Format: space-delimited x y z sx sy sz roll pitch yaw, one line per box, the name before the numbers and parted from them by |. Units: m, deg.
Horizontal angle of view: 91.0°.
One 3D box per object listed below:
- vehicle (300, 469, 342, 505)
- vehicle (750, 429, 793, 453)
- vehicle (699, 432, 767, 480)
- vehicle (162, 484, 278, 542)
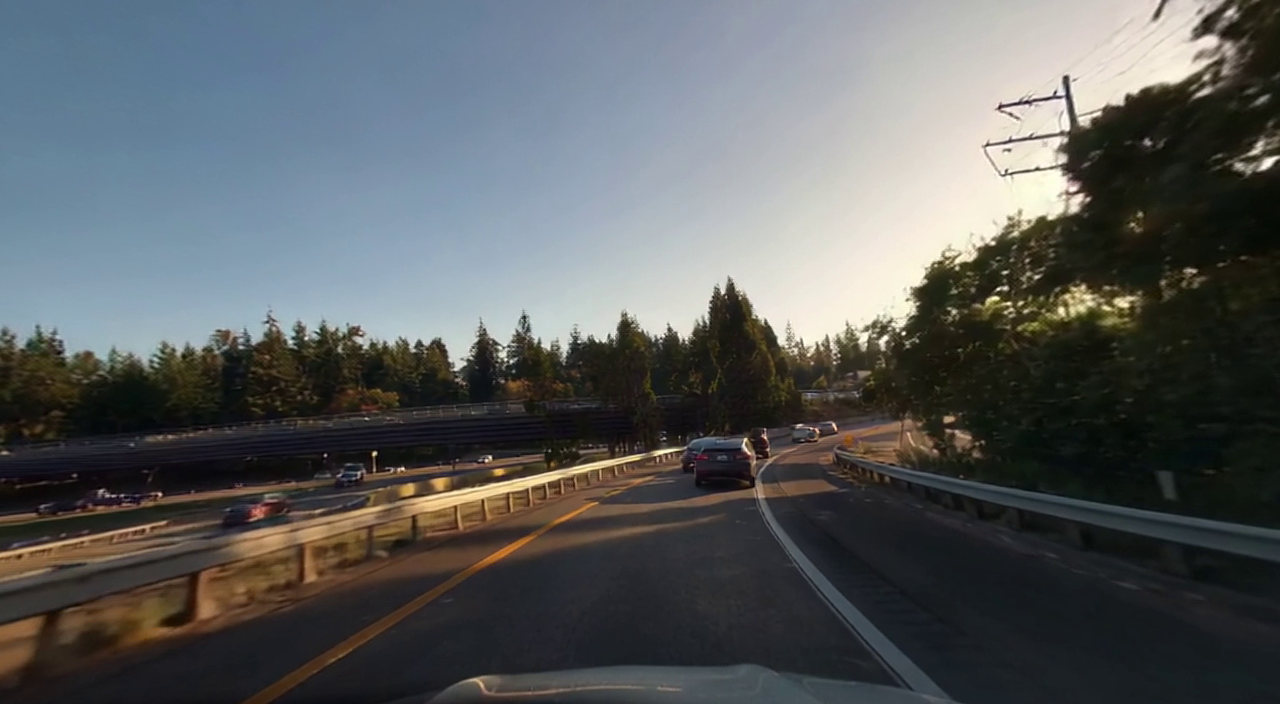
vehicle | -17.196 7.227 33.992 1.879 1.449 4.002 -2 -7 -26
vehicle | 8.635 5.853 41.165 2.078 1.474 4.165 -3 -9 20
vehicle | 3.356 3.604 22.048 2.091 1.482 4.321 -2 -8 11
vehicle | -13.905 5.290 21.126 1.781 1.443 3.939 1 -8 -11
